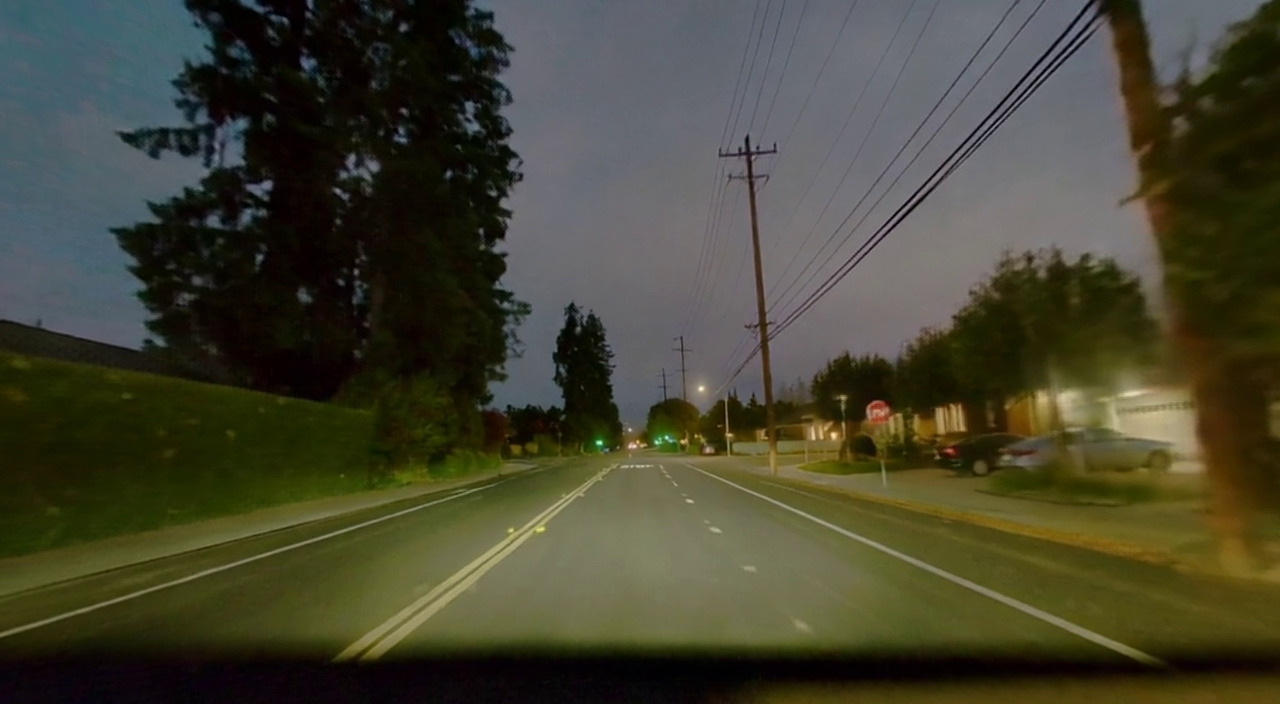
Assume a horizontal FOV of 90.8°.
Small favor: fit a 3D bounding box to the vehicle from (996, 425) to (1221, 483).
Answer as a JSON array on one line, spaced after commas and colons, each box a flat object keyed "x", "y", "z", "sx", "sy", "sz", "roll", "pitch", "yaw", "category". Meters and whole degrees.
[{"x": 12.761, "y": 2.799, "z": 17.459, "sx": 4.650, "sy": 1.484, "sz": 1.929, "roll": 0, "pitch": -8, "yaw": -1, "category": "vehicle"}]
